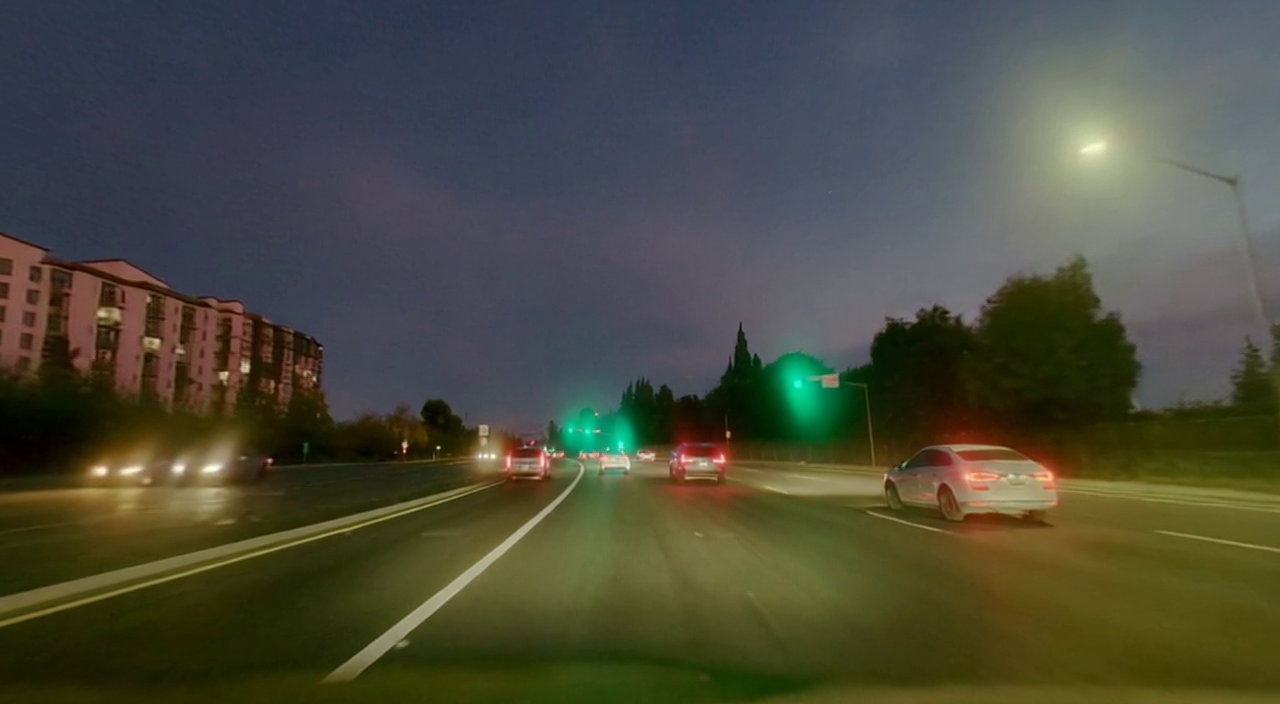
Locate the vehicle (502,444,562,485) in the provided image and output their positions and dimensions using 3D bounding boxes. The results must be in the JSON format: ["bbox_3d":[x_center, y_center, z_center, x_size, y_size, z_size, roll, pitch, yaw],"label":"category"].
[{"bbox_3d":[-4.791,5.027,28.621,2.172,1.671,4.175,0,-8,-3],"label":"vehicle"}]

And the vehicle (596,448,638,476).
[{"bbox_3d":[-1.380,6.251,36.236,2.155,1.486,4.403,1,-8,-5],"label":"vehicle"}]

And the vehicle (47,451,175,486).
[{"bbox_3d":[-25.004,5.512,30.157,2.016,1.475,4.706,0,-8,0],"label":"vehicle"}]

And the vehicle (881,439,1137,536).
[{"bbox_3d":[6.301,2.330,11.540,1.945,1.408,4.288,0,-8,-3],"label":"vehicle"}]

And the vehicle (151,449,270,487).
[{"bbox_3d":[-18.548,4.990,27.638,1.918,1.469,4.780,0,-8,-1],"label":"vehicle"}]

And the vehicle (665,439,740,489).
[{"bbox_3d":[2.271,4.230,24.253,2.161,1.716,4.194,0,-8,-4],"label":"vehicle"}]
